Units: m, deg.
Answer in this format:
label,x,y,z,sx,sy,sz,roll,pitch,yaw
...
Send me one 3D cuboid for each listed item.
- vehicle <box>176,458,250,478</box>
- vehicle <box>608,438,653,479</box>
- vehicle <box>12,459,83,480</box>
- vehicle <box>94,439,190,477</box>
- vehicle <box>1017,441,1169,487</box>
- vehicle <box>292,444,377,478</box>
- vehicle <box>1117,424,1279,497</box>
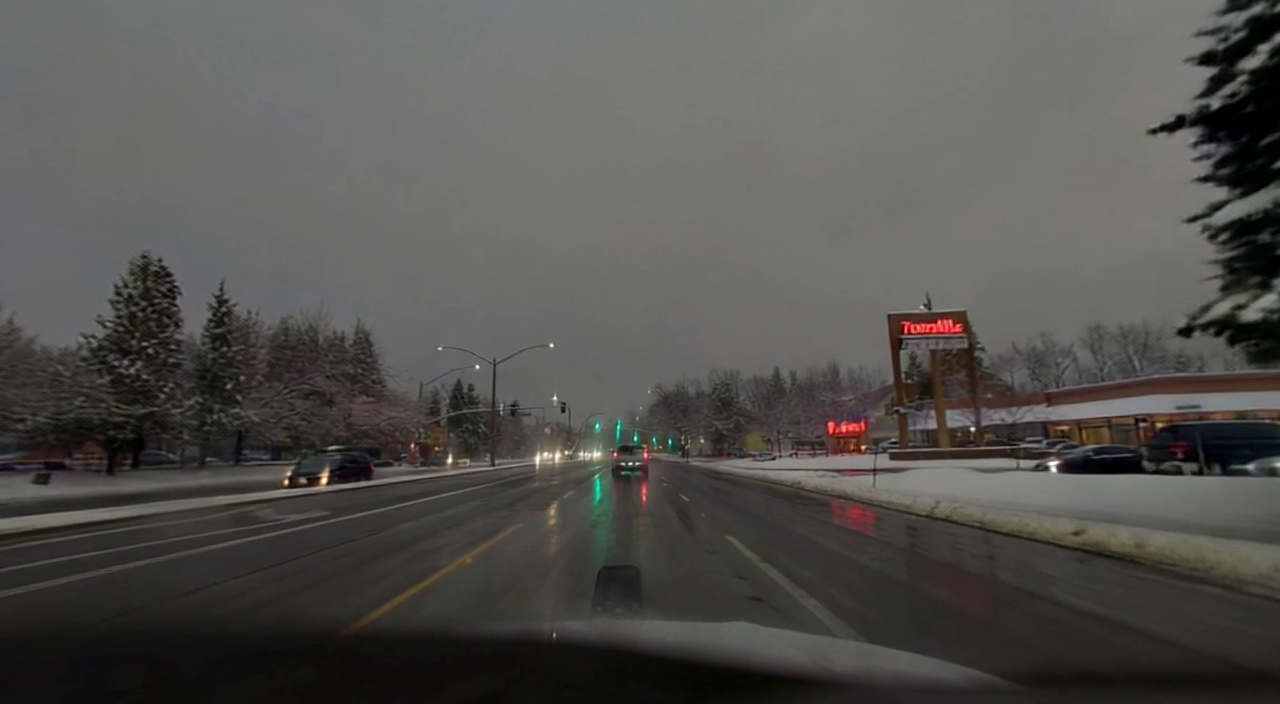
label,x,y,z,sx,sy,sz,roll,pitch,yaw
vehicle,-32.206,8.739,47.720,4.063,1.479,1.939,0,-9,-2
vehicle,-0.455,5.377,32.147,2.096,1.961,4.259,0,-9,0
vehicle,-45.555,9.011,48.663,1.750,1.432,3.827,0,-9,0
vehicle,-32.882,7.022,42.020,2.818,2.313,5.508,3,-9,-14
vehicle,16.250,4.039,22.812,4.026,1.463,1.826,-1,-10,-2
vehicle,-20.168,7.204,42.122,2.492,2.083,6.312,0,-9,1
vehicle,16.377,2.965,17.440,4.629,1.829,2.025,-1,-10,1
